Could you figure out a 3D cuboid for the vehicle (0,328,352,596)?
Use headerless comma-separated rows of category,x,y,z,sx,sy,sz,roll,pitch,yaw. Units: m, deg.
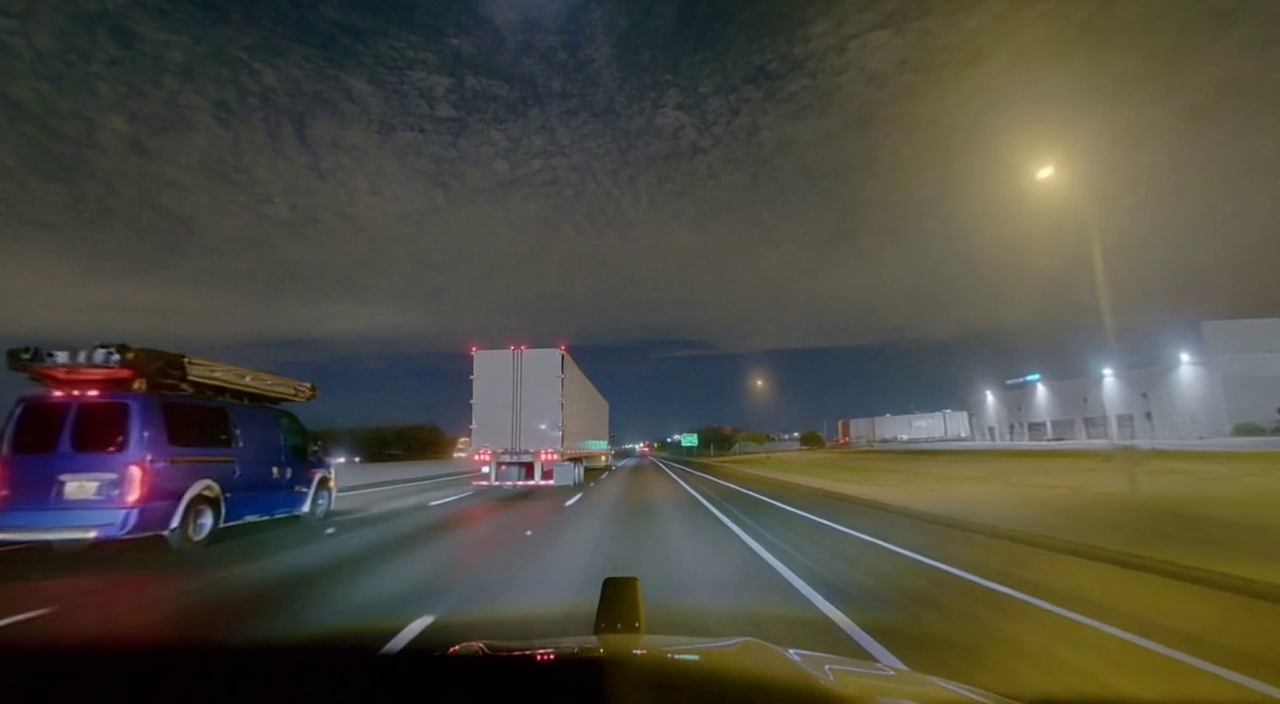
vehicle,-6.931,1.521,9.378,2.385,2.672,6.049,0,-8,0

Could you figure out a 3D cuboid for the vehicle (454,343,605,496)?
vehicle,-3.428,2.999,25.304,2.939,4.132,16.303,0,-8,1
